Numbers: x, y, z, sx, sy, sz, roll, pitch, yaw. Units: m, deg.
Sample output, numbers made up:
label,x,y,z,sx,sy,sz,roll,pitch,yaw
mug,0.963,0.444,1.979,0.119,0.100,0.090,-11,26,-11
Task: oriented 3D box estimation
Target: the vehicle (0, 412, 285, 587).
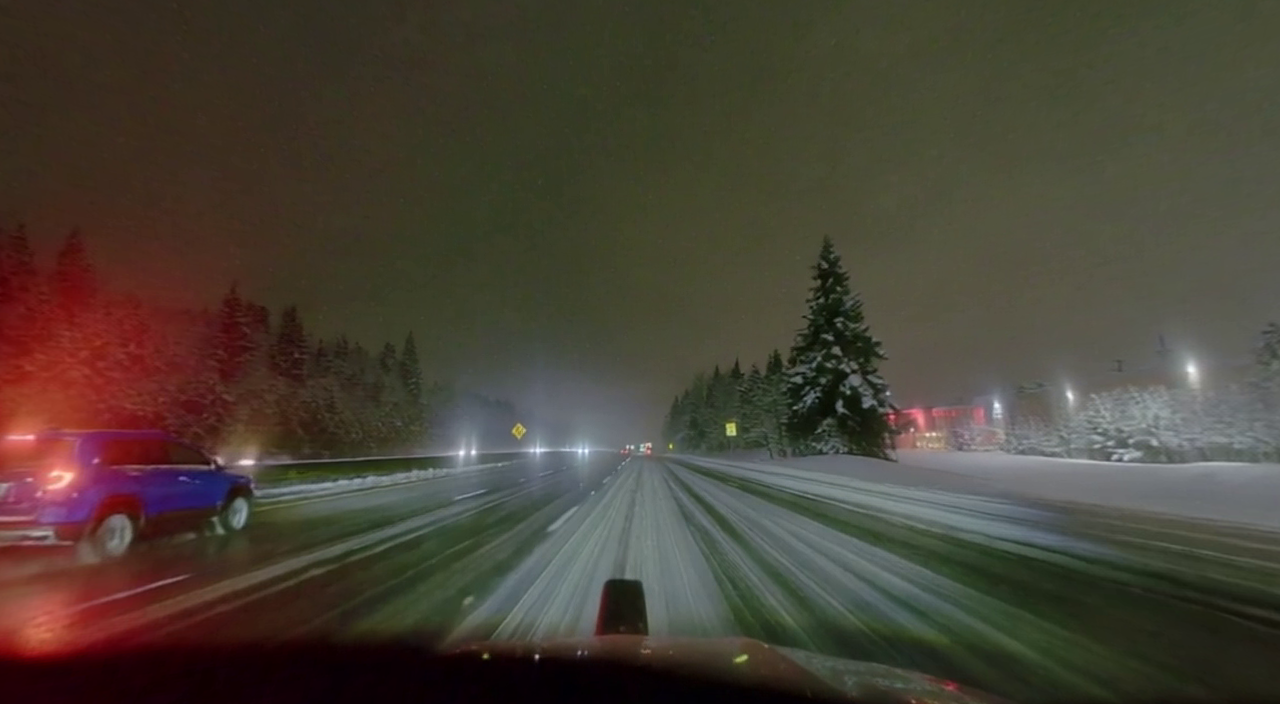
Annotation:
label,x,y,z,sx,sy,sz,roll,pitch,yaw
vehicle,-7.312,1.793,8.609,2.148,1.709,4.678,0,-8,1
